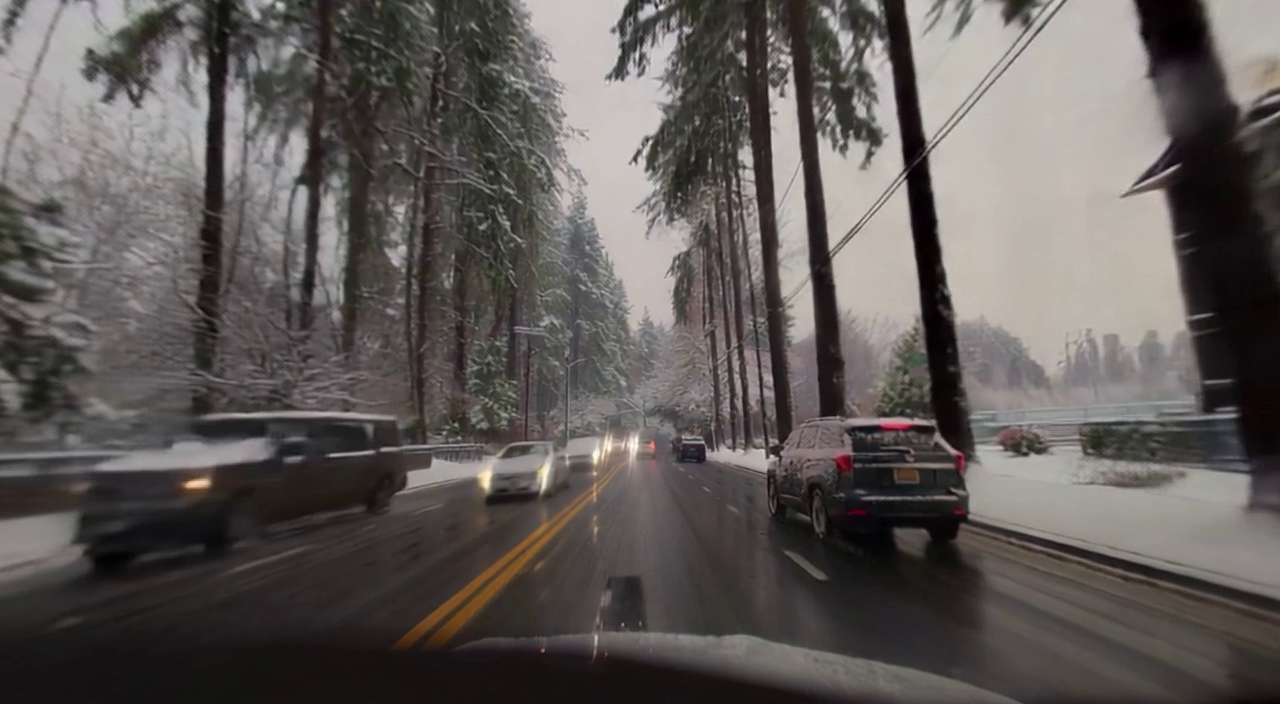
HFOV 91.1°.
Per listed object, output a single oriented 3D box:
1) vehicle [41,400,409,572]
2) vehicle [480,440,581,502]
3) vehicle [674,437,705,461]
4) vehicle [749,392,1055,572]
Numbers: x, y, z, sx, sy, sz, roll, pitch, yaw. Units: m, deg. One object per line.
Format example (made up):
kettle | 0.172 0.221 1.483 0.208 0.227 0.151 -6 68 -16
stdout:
vehicle | -6.044 2.027 10.407 2.200 2.041 5.550 -1 -9 1
vehicle | -2.749 3.091 16.690 1.941 1.409 3.975 -1 -9 1
vehicle | 3.834 7.663 49.540 2.069 1.791 4.422 0 -9 0
vehicle | 3.240 1.765 9.304 2.219 1.881 5.104 0 -9 -1
